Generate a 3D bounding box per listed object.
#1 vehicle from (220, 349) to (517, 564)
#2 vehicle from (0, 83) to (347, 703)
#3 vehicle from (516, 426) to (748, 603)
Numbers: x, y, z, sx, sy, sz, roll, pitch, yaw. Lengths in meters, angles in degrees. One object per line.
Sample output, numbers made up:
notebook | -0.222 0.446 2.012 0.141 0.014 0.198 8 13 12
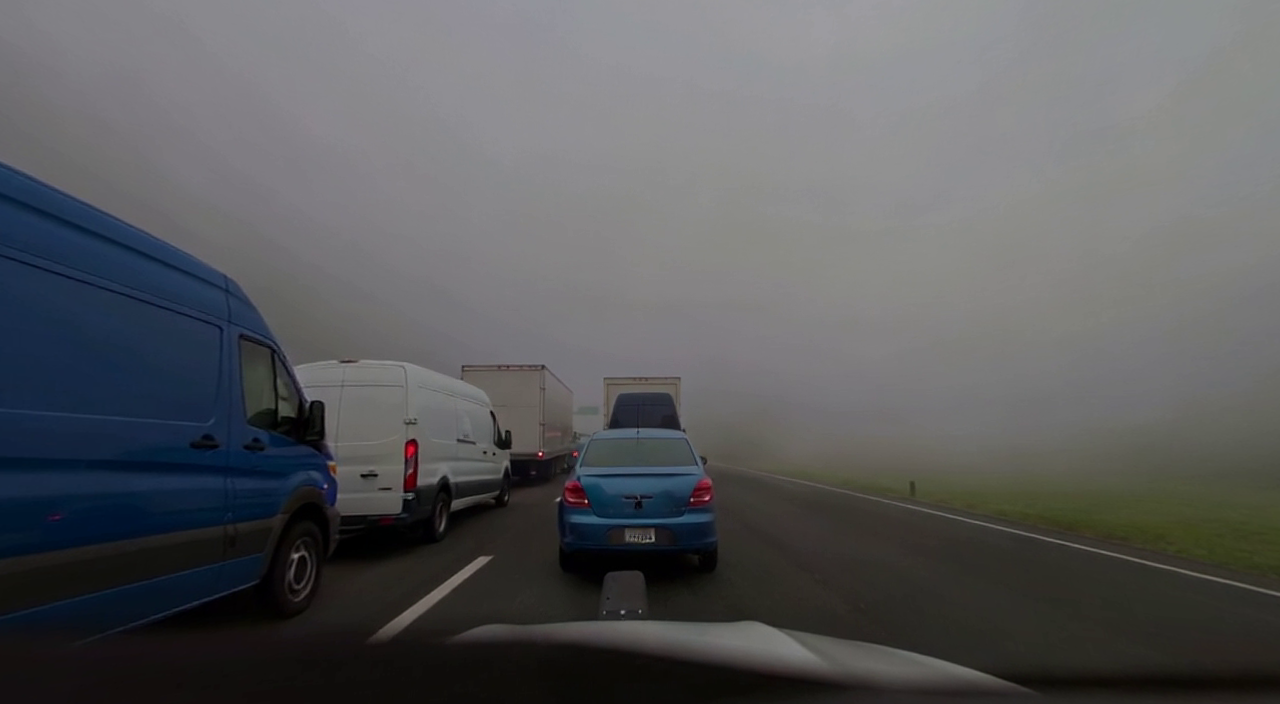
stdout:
vehicle | -4.018 1.798 11.284 2.349 2.643 6.807 0 -9 -1
vehicle | -4.074 0.253 3.055 2.254 2.879 6.656 0 -9 -2
vehicle | -0.104 1.668 7.207 1.995 1.495 3.380 0 -9 -1
